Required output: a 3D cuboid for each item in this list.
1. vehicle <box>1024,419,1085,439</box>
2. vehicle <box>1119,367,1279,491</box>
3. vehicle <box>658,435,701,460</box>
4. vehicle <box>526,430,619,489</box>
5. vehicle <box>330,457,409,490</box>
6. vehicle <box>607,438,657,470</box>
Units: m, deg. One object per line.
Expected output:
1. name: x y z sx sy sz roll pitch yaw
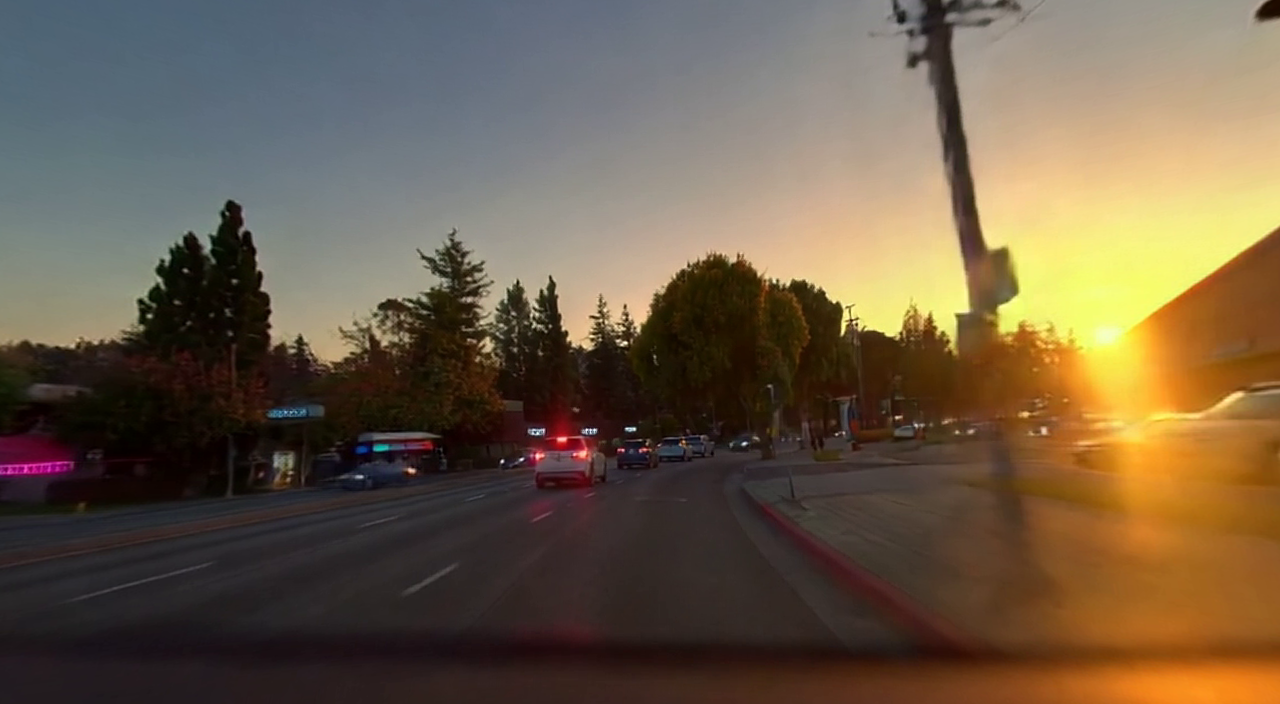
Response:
1. vehicle: 31.628 5.926 48.199 4.106 1.450 1.901 4 -9 -26
2. vehicle: 11.820 1.349 11.041 5.004 1.938 2.221 0 -8 1
3. vehicle: 3.060 7.268 48.119 2.167 1.832 4.679 -3 -9 18
4. vehicle: -2.268 3.802 22.682 2.168 1.783 4.695 -3 -9 8
5. vehicle: -14.883 6.695 35.084 1.861 1.482 4.434 -5 -9 11
6. vehicle: -0.376 5.672 35.458 2.002 1.664 4.113 -2 -8 11
